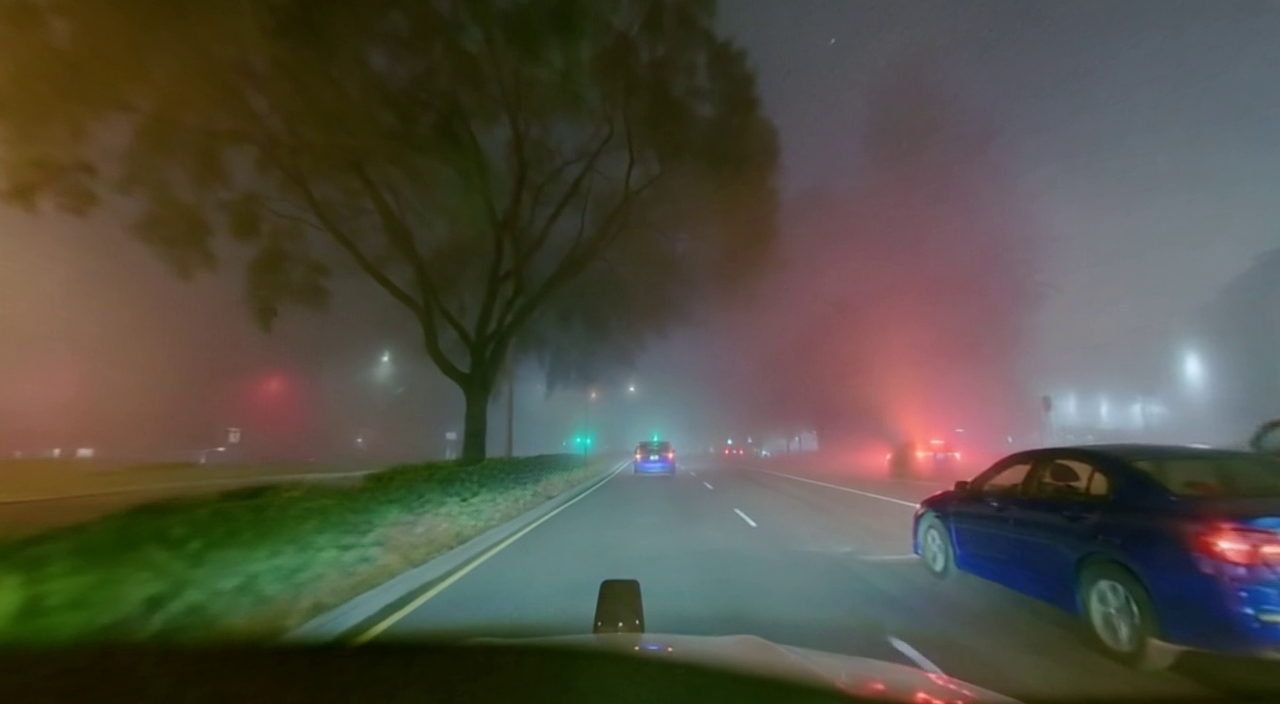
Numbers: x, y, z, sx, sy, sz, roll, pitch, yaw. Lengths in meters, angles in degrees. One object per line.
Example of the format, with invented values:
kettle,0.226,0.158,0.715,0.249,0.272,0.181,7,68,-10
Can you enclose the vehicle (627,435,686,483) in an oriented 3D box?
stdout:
vehicle,0.552,4.102,24.494,2.085,1.693,4.301,0,-8,0

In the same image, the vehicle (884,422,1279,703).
vehicle,3.871,1.372,5.218,1.918,1.418,4.360,0,-8,-1
